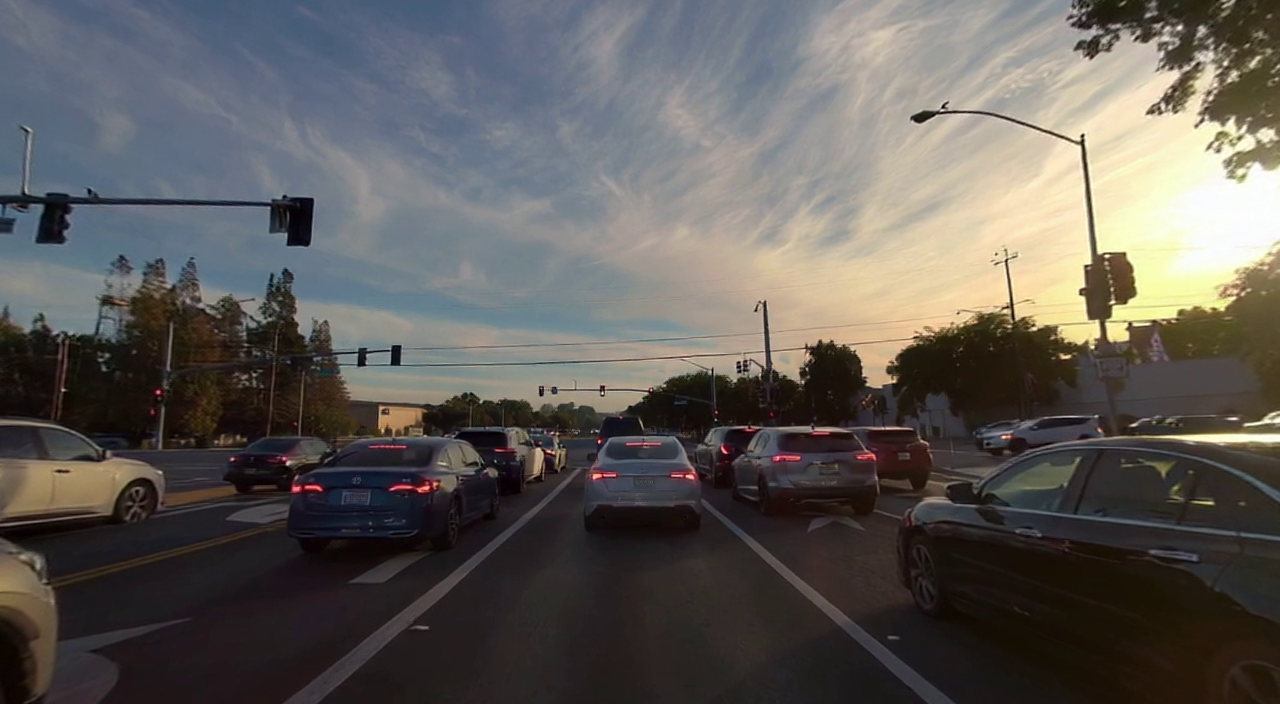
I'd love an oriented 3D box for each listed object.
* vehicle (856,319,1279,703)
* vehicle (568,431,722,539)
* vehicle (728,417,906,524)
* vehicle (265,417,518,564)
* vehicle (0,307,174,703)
[{"bbox_3d":[3.148,0.979,3.737,2.074,1.685,4.387,0,-8,-1],"label":"vehicle"},{"bbox_3d":[0.003,2.070,10.422,2.076,1.438,3.770,0,-8,-2],"label":"vehicle"},{"bbox_3d":[3.076,2.168,12.018,2.106,1.667,4.101,0,-8,-1],"label":"vehicle"},{"bbox_3d":[-3.056,1.786,8.912,1.896,1.546,4.378,0,-8,-2],"label":"vehicle"},{"bbox_3d":[-3.208,0.494,0.603,2.079,1.756,4.676,0,-8,-3],"label":"vehicle"}]
